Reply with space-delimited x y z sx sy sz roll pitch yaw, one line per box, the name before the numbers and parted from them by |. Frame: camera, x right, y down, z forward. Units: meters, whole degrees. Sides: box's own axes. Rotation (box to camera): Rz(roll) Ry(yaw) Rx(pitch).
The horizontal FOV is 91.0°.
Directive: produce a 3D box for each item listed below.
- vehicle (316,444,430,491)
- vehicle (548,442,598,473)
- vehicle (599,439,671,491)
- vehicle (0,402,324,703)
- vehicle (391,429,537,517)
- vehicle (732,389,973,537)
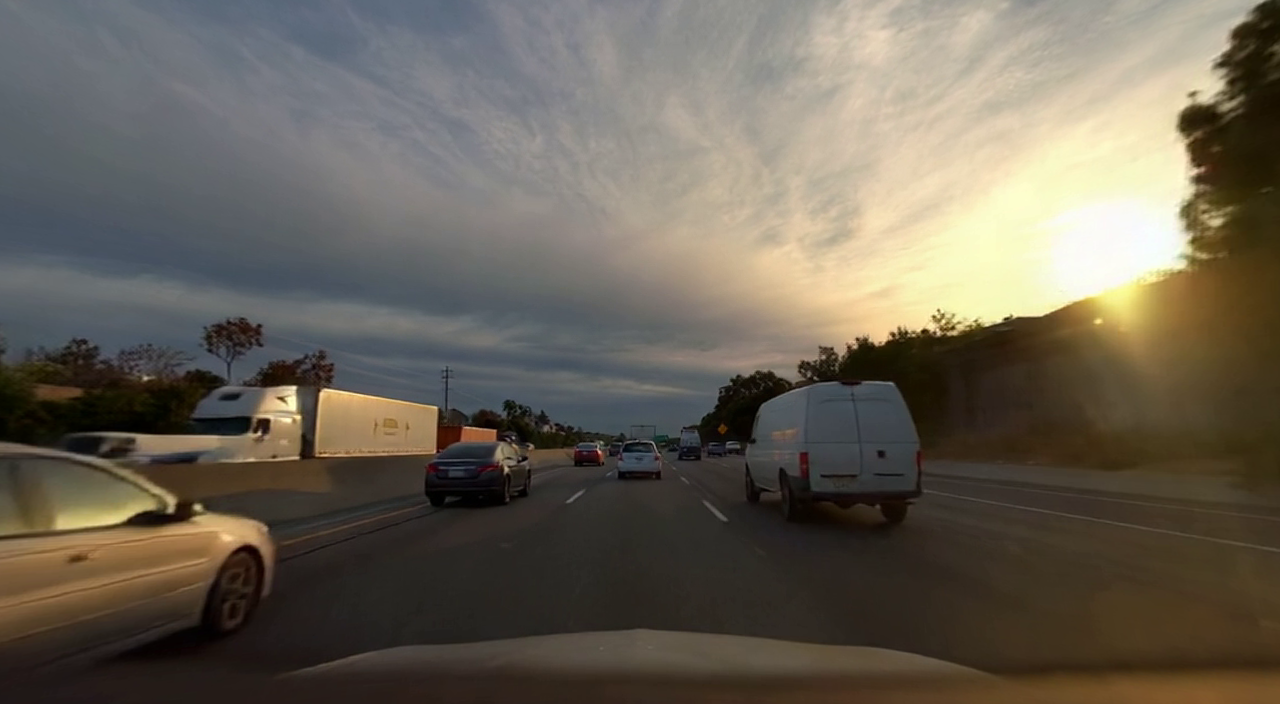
vehicle | -9.078 3.939 21.923 1.937 1.450 4.569 0 -9 1
vehicle | -3.395 5.442 32.660 2.062 1.459 4.365 0 -9 0
vehicle | -0.158 3.495 19.852 2.053 1.461 3.941 0 -9 -1
vehicle | -3.562 0.959 2.617 2.098 1.463 4.578 0 -9 0
vehicle | -3.591 2.557 13.751 1.956 1.602 4.258 0 -9 0
vehicle | 3.415 1.987 11.743 2.460 2.086 5.576 0 -9 -1
